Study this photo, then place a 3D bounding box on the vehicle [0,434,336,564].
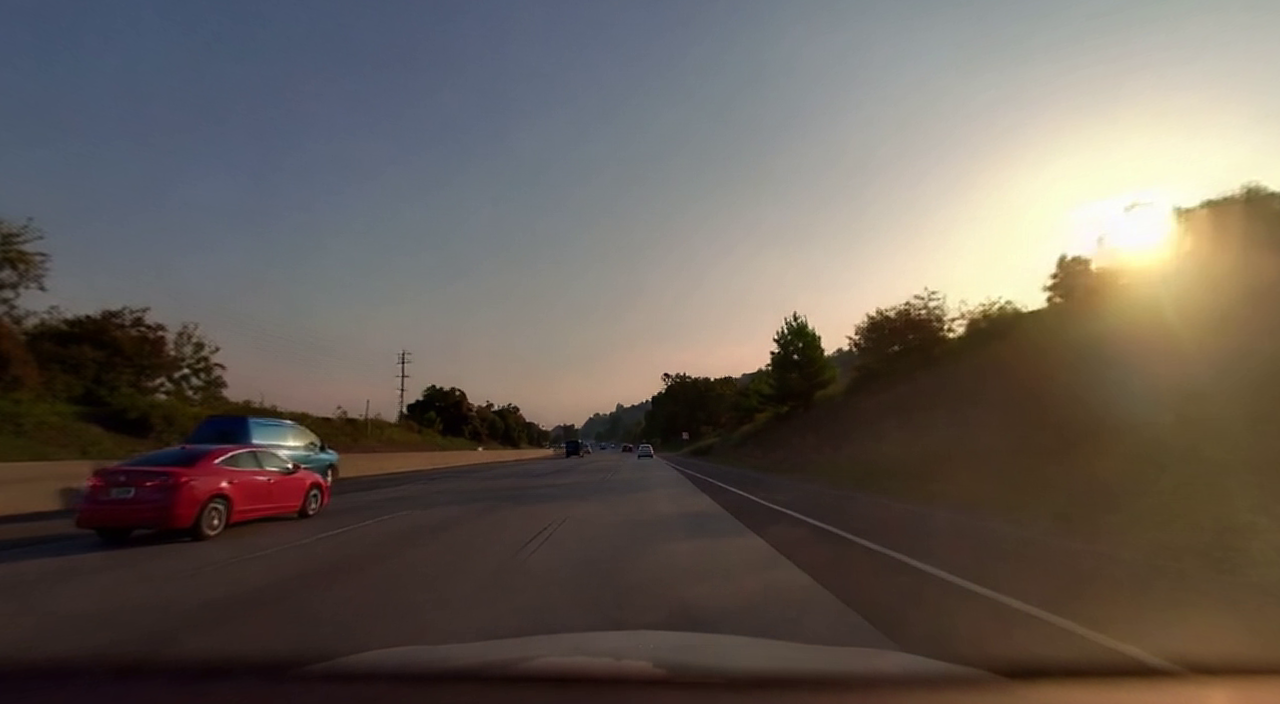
[{"bbox_3d":[-6.882,2.060,9.752,1.981,1.486,4.735,0,-8,0],"label":"vehicle"}]
